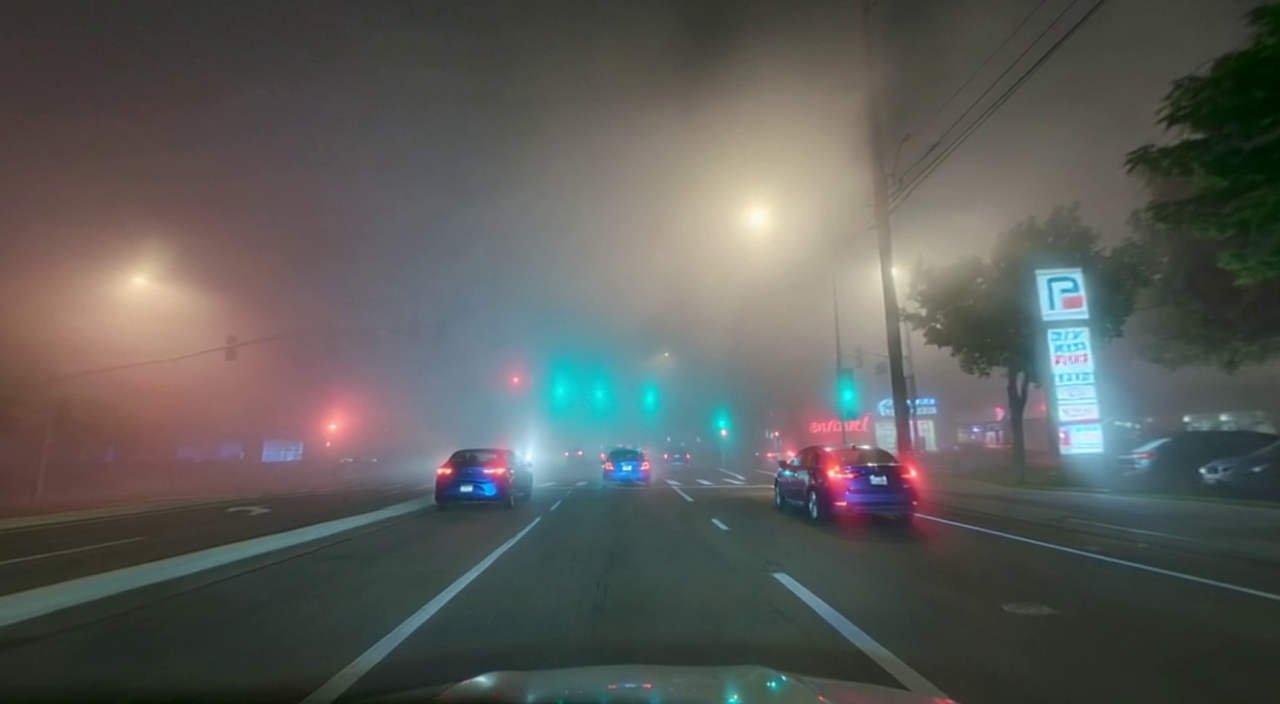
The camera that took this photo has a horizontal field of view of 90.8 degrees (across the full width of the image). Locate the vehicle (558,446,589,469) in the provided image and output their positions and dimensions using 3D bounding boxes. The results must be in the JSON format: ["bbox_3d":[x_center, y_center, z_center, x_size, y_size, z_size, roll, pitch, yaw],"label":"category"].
[{"bbox_3d":[-5.017,8.025,48.240,1.932,1.606,4.157,0,-8,-1],"label":"vehicle"}]

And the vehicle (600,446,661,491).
[{"bbox_3d":[-0.379,4.293,23.682,2.072,1.473,4.139,0,-8,-2],"label":"vehicle"}]

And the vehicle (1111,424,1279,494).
[{"bbox_3d":[15.842,2.806,16.796,4.941,1.697,2.128,0,-8,-3],"label":"vehicle"}]

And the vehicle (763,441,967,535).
[{"bbox_3d":[4.123,2.565,12.703,2.119,1.479,4.910,0,-8,-3],"label":"vehicle"}]

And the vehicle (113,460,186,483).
[{"bbox_3d":[-37.892,9.207,48.855,3.931,1.653,2.134,-1,-9,6],"label":"vehicle"}]

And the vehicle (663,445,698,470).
[{"bbox_3d":[2.777,7.371,44.262,1.986,1.660,4.006,0,-8,-3],"label":"vehicle"}]

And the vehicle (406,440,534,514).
[{"bbox_3d":[-4.073,3.049,16.045,2.035,1.564,4.702,0,-8,-1],"label":"vehicle"}]
